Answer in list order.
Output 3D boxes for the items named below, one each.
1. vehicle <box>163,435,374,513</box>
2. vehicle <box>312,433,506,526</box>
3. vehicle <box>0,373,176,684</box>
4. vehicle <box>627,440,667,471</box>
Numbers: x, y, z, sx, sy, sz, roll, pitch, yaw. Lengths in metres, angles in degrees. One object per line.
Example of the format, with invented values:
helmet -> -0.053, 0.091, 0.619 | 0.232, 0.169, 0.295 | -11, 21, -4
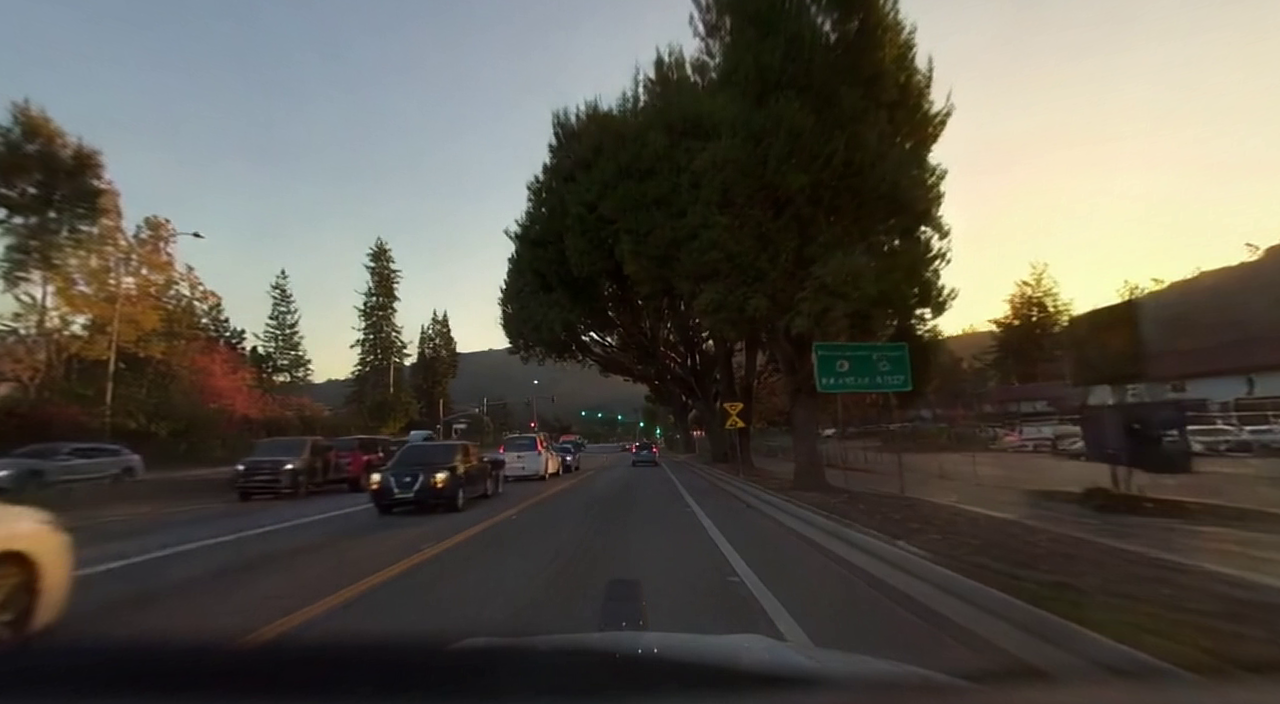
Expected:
vehicle -> -8.339, 2.751, 14.872 | 1.893, 1.495, 4.974 | 0, -8, 1
vehicle -> -4.223, 2.388, 12.464 | 2.121, 1.485, 4.363 | 0, -8, 1
vehicle -> -4.619, 0.842, 2.508 | 2.042, 1.713, 4.493 | -1, -8, 1
vehicle -> 0.362, 5.164, 31.644 | 1.875, 1.453, 3.888 | 0, -8, 0
